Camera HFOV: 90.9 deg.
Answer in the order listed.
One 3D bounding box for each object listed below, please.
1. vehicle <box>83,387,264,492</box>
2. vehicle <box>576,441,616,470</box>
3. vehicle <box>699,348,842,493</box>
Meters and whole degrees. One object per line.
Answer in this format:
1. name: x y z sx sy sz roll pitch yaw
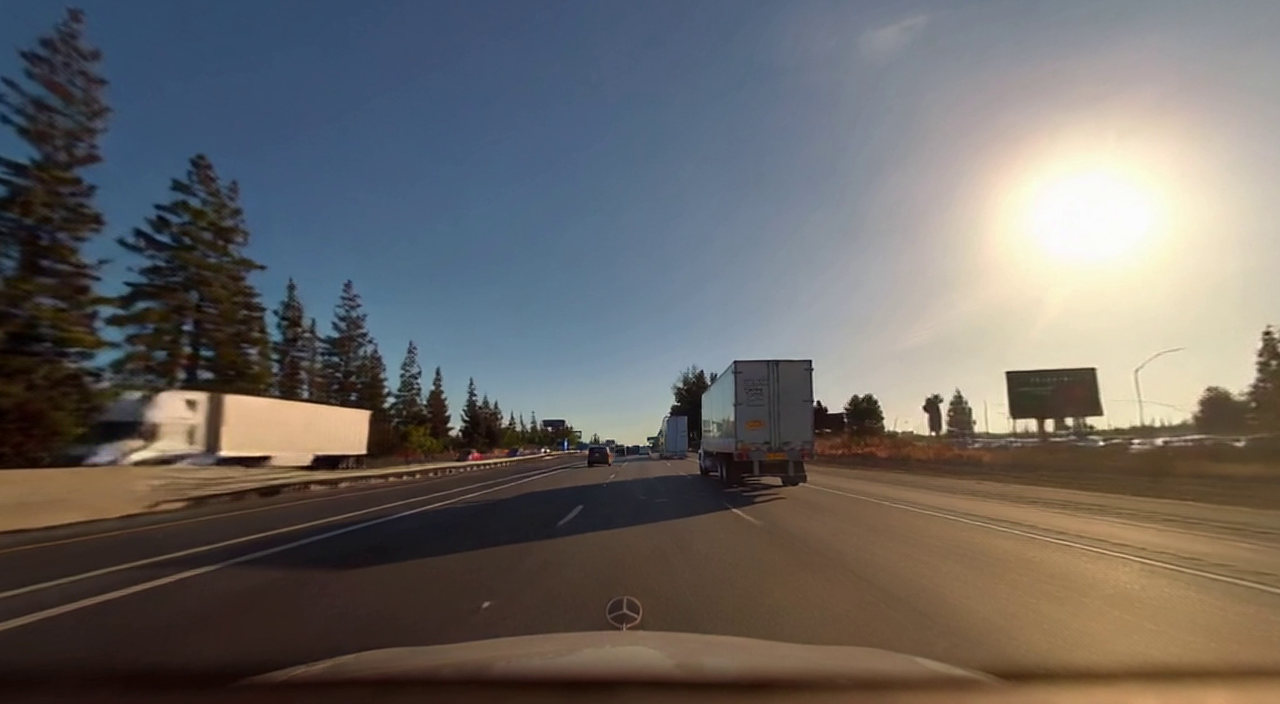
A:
1. vehicle: -19.465 3.748 26.885 2.929 3.945 5.887 0 -9 1
2. vehicle: -2.863 6.867 42.151 2.291 1.788 4.825 0 -9 1
3. vehicle: 4.486 3.045 25.651 2.826 4.269 14.176 0 -9 0
